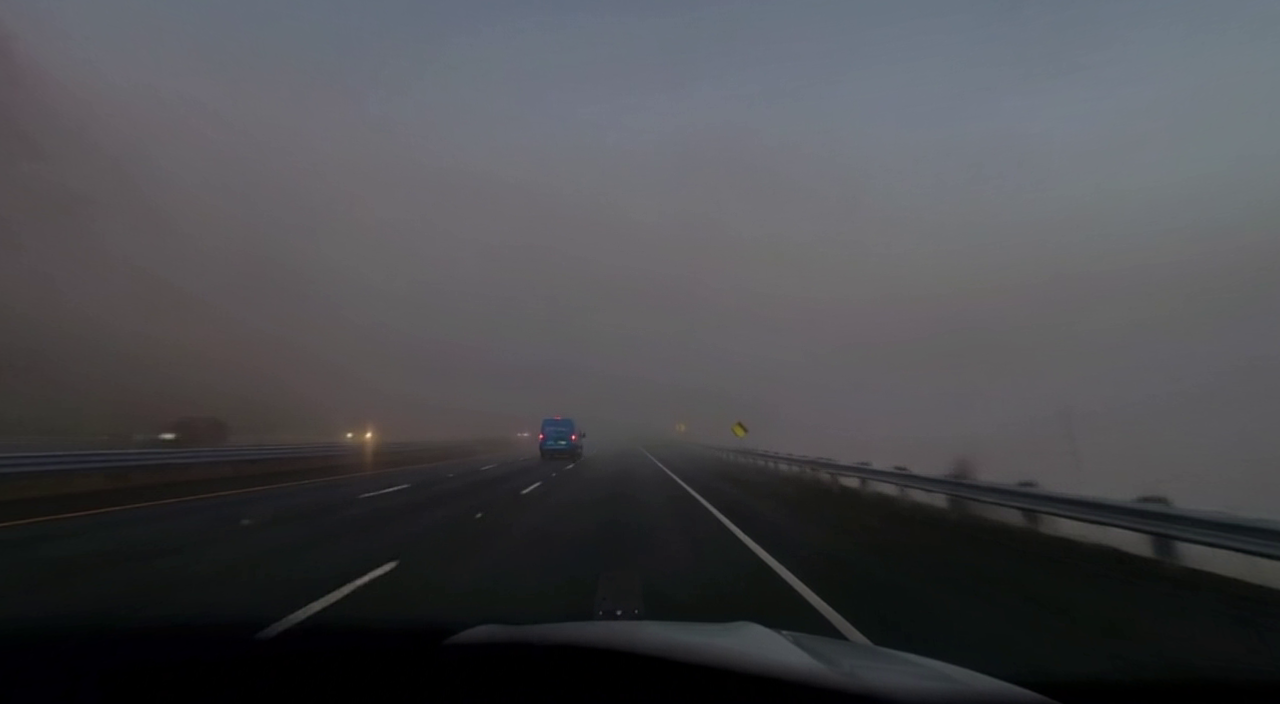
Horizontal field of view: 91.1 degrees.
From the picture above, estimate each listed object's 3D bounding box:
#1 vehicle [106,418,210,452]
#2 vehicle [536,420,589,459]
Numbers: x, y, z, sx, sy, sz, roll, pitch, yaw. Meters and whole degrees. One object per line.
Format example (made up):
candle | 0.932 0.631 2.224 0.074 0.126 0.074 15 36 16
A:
vehicle | -22.298 3.878 29.288 1.787 1.462 3.938 0 -8 -2
vehicle | -4.344 5.010 36.035 2.309 2.053 4.884 0 -8 1
